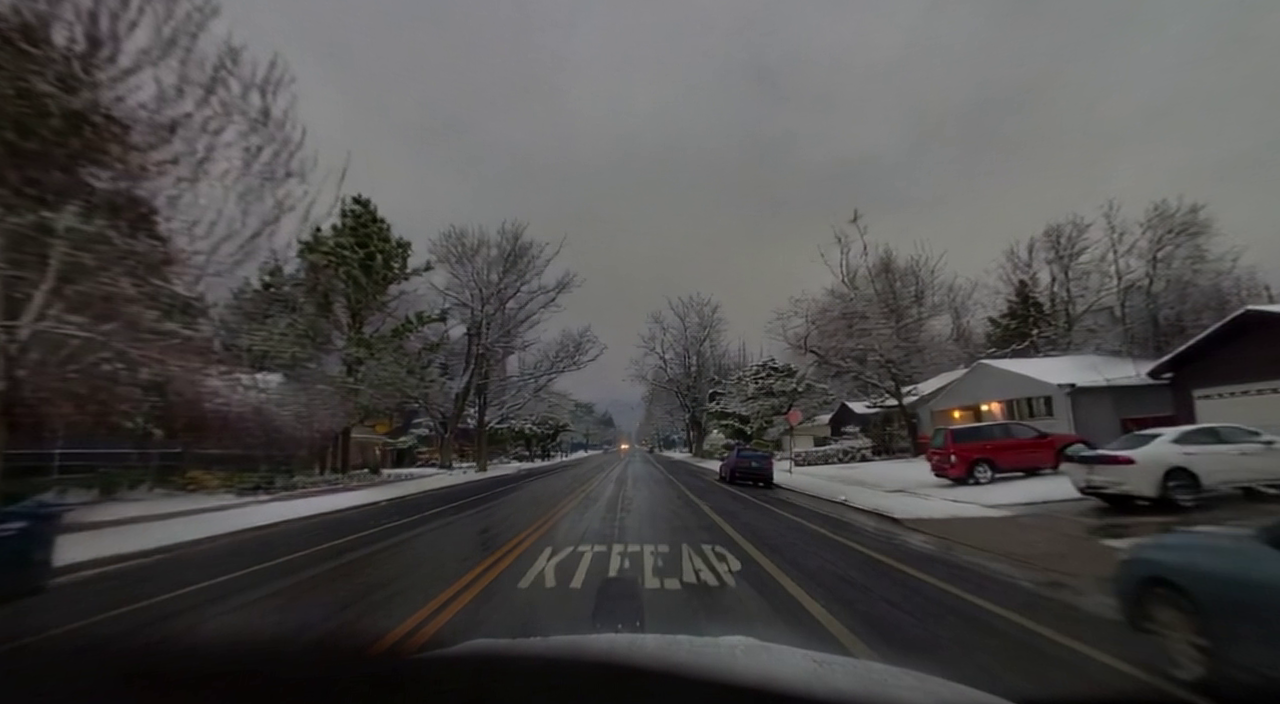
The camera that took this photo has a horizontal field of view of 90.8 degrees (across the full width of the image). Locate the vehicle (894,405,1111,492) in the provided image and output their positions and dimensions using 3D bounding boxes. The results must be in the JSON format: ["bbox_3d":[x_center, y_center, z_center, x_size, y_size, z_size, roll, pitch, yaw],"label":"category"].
[{"bbox_3d":[10.930,2.953,19.416,5.148,1.978,2.126,-6,-8,2],"label":"vehicle"}]

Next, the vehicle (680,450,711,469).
[{"bbox_3d":[4.069,7.921,46.732,1.855,1.338,3.872,0,-9,-1],"label":"vehicle"}]

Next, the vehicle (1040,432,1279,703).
[{"bbox_3d":[4.224,1.123,2.807,1.988,1.537,4.350,0,-9,-1],"label":"vehicle"}]
